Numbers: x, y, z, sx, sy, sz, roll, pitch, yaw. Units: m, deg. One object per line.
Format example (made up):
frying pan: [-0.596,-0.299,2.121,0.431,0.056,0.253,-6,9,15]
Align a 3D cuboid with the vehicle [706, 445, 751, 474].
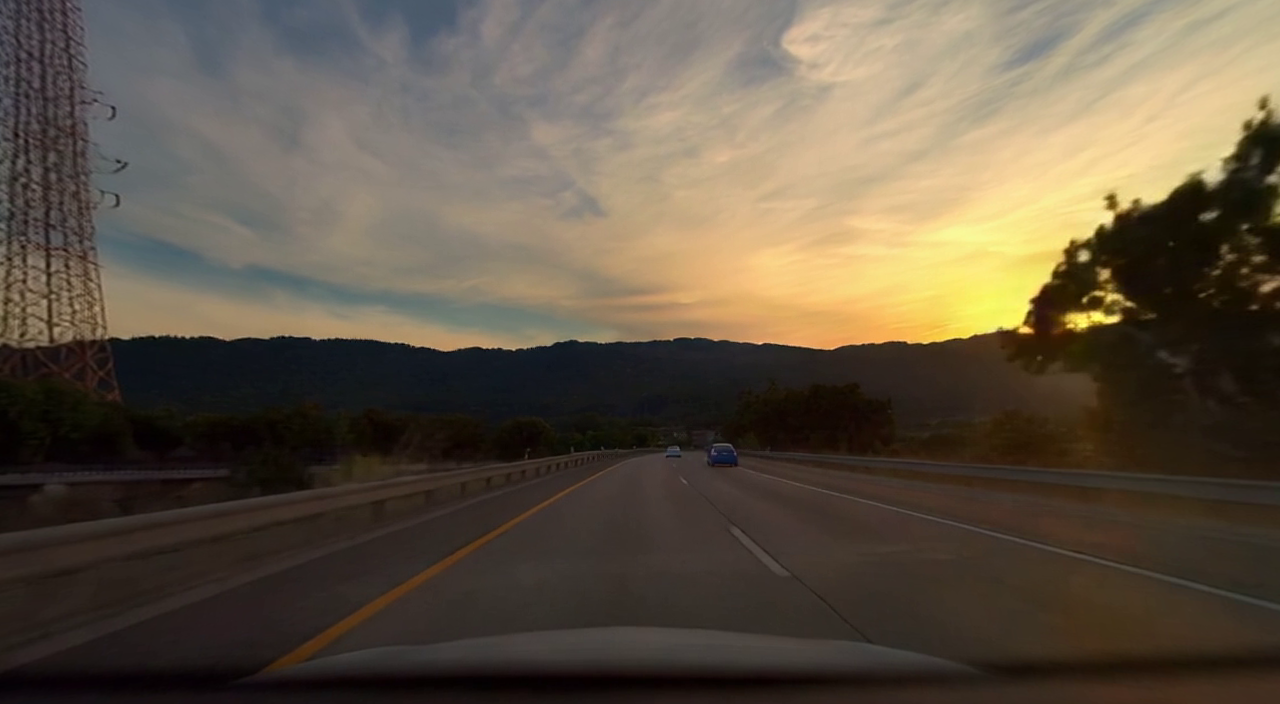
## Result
vehicle: [5.007,6.132,36.177,2.030,1.526,4.165,0,-9,1]
